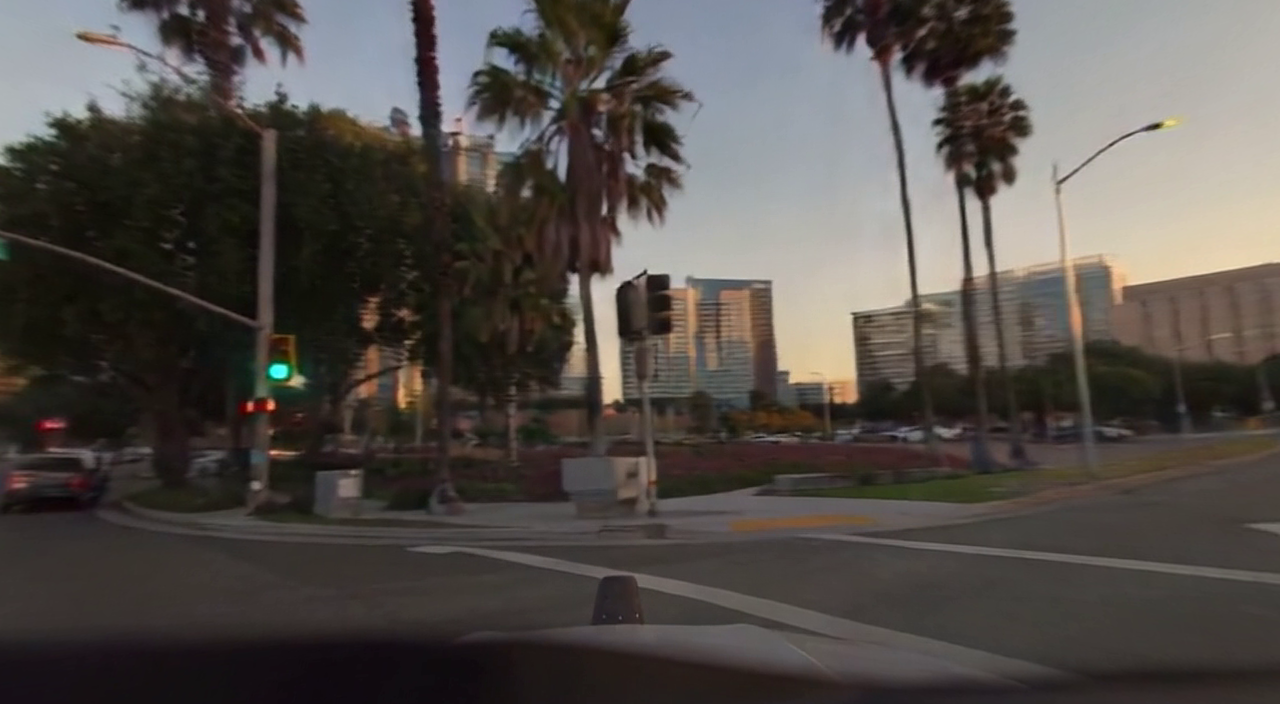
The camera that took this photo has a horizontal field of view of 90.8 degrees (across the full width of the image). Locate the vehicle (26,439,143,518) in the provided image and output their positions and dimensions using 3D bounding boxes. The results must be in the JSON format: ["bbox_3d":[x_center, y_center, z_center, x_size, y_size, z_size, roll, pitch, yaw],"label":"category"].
[{"bbox_3d":[-15.342,3.424,17.712,2.006,1.867,4.651,6,-10,-37],"label":"vehicle"}]
